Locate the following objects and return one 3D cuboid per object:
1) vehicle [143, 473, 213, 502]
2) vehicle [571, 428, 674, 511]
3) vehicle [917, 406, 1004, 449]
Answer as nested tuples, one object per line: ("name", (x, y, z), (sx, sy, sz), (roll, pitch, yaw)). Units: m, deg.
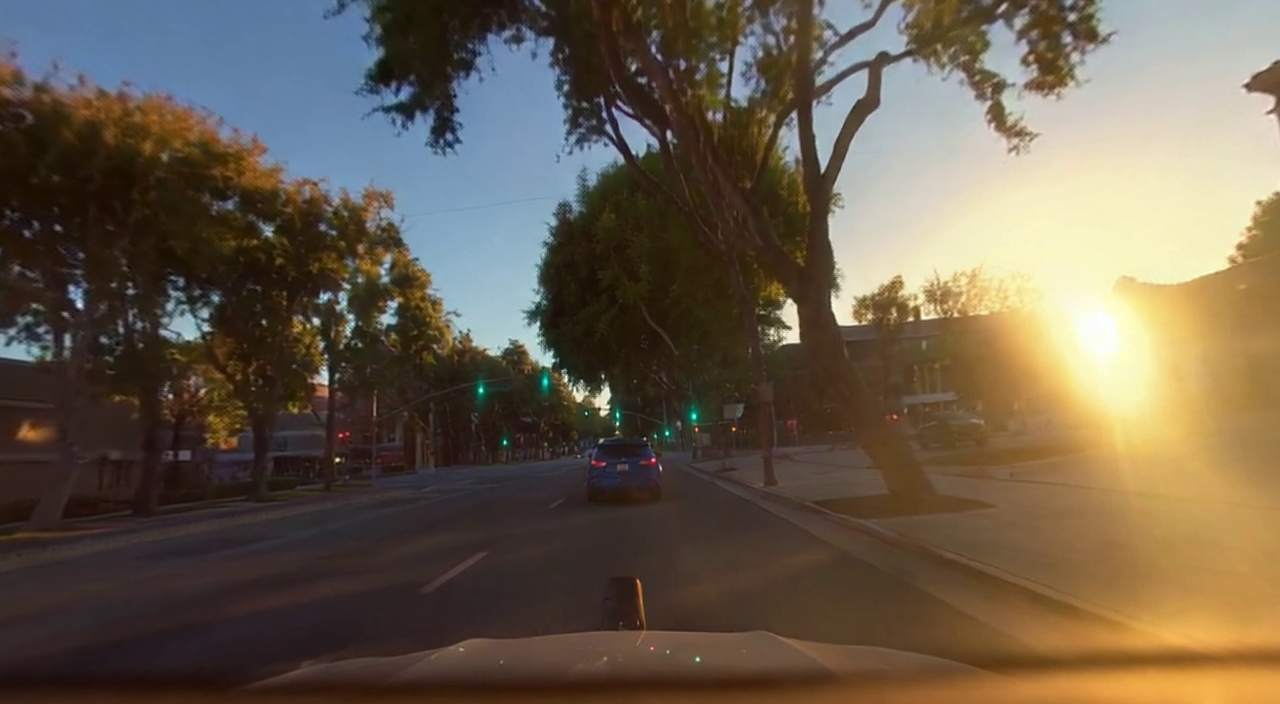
("vehicle", (-28.601, 8.357, 39.265), (1.771, 1.435, 4.144), (-7, -10, -9))
("vehicle", (-0.405, 2.760, 15.253), (2.136, 1.703, 3.910), (0, -9, -1))
("vehicle", (16.321, 3.977, 32.520), (2.039, 1.990, 5.111), (-1, -9, 4))
